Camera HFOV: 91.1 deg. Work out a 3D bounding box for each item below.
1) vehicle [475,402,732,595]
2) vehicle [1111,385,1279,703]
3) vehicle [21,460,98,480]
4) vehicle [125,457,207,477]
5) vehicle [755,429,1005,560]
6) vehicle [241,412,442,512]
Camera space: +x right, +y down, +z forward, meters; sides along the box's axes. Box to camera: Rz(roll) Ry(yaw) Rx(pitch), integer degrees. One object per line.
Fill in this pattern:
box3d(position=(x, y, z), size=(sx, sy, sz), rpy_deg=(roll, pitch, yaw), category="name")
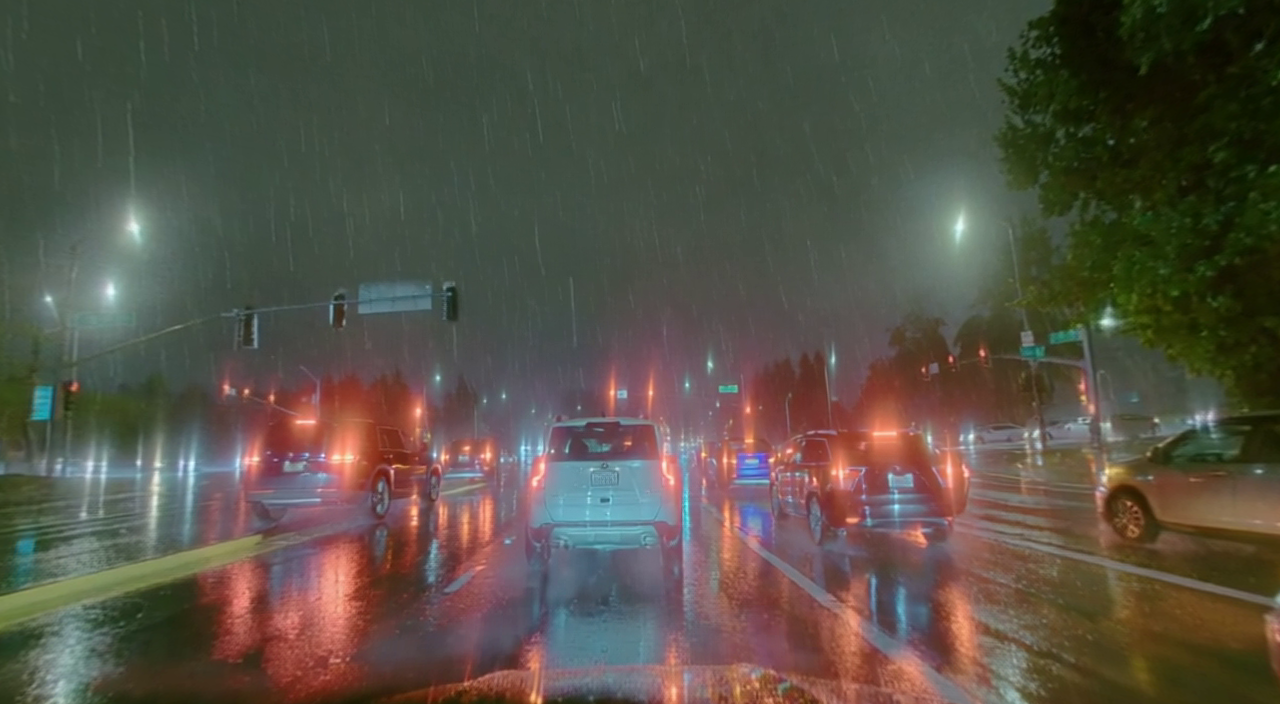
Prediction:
box3d(position=(-0.308, 1.591, 7.634), size=(2.256, 1.694, 4.055), rpy_deg=(0, -8, 0), category="vehicle")
box3d(position=(3.309, 0.671, 0.842), size=(1.980, 1.515, 4.362), rpy_deg=(0, -8, 1), category="vehicle")
box3d(position=(-45.652, 9.275, 49.412), size=(4.232, 1.498, 1.791), rpy_deg=(0, -8, 1), category="vehicle")
box3d(position=(-37.308, 9.055, 49.488), size=(4.914, 1.487, 1.850), rpy_deg=(0, -8, 0), category="vehicle")
box3d(position=(3.167, 1.972, 9.495), size=(1.971, 1.473, 4.495), rpy_deg=(0, -8, 0), category="vehicle")
box3d(position=(-6.711, 2.557, 15.000), size=(2.214, 1.953, 5.017), rpy_deg=(0, -8, 1), category="vehicle")
